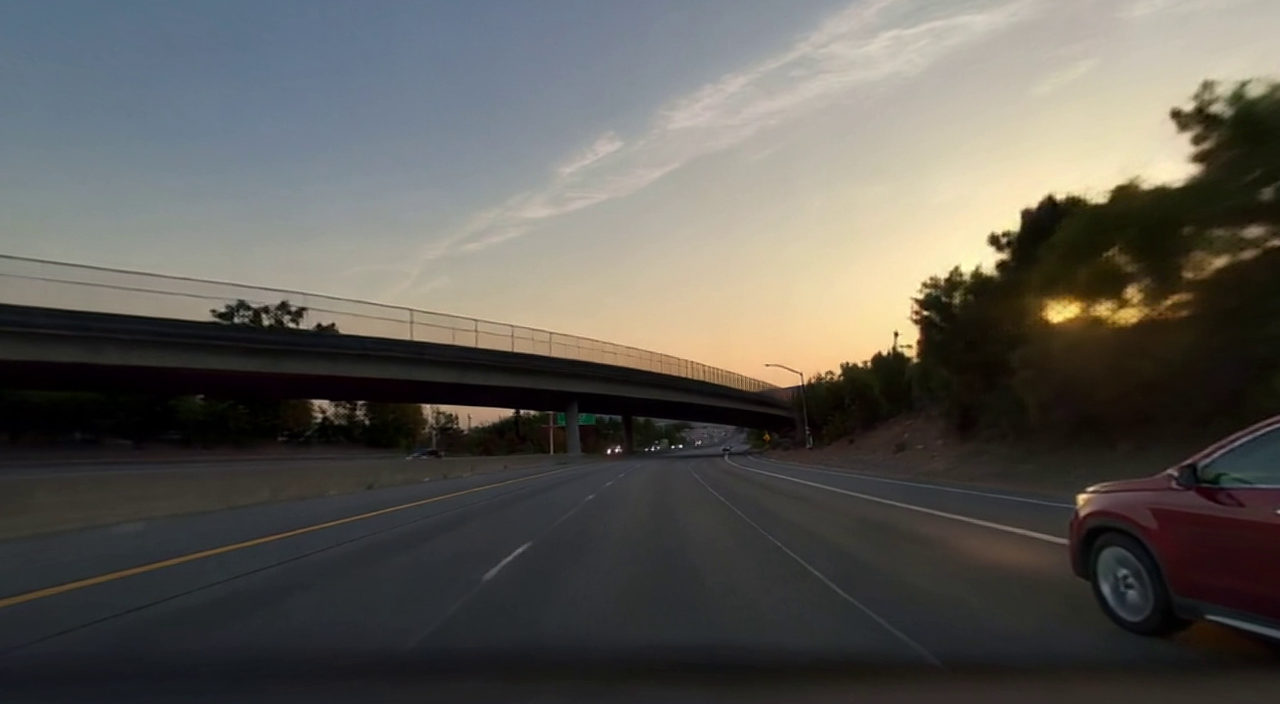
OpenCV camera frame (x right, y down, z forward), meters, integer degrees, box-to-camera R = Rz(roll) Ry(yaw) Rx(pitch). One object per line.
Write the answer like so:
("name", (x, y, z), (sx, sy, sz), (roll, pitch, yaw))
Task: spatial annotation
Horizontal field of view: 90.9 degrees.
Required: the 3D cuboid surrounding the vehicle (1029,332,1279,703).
("vehicle", (3.756, 0.696, 2.117), (2.019, 1.732, 4.579), (0, -8, 1))
